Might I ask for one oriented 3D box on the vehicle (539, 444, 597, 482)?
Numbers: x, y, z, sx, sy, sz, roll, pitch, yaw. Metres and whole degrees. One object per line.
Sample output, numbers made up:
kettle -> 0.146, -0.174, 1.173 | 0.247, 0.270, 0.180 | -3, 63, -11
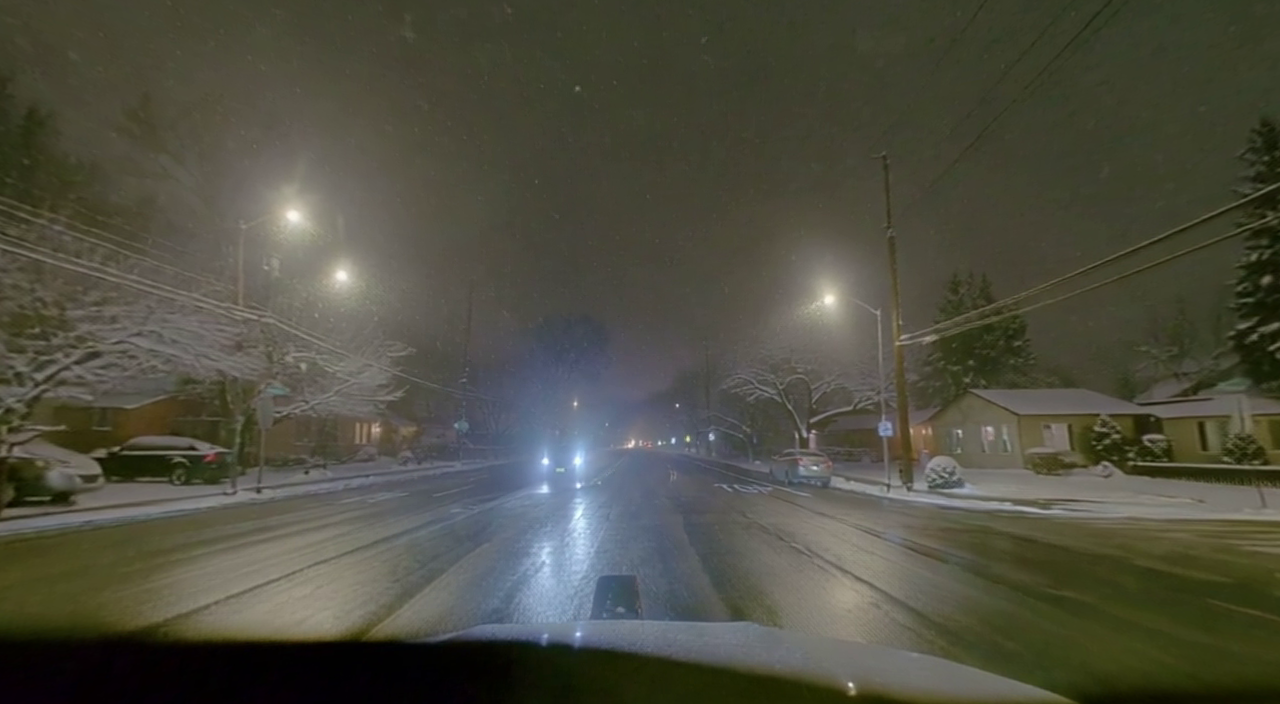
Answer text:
vehicle -> -2.995, 4.715, 27.023 | 2.014, 1.499, 3.999 | 0, -9, 0

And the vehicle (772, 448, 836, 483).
vehicle -> 8.039, 5.579, 31.364 | 2.029, 1.554, 4.705 | 0, -9, 2

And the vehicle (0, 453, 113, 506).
vehicle -> -17.751, 3.486, 17.509 | 4.581, 1.337, 1.954 | -1, -9, 3

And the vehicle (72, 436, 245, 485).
vehicle -> -17.910, 4.045, 23.692 | 4.743, 1.734, 1.994 | 0, -9, -1
